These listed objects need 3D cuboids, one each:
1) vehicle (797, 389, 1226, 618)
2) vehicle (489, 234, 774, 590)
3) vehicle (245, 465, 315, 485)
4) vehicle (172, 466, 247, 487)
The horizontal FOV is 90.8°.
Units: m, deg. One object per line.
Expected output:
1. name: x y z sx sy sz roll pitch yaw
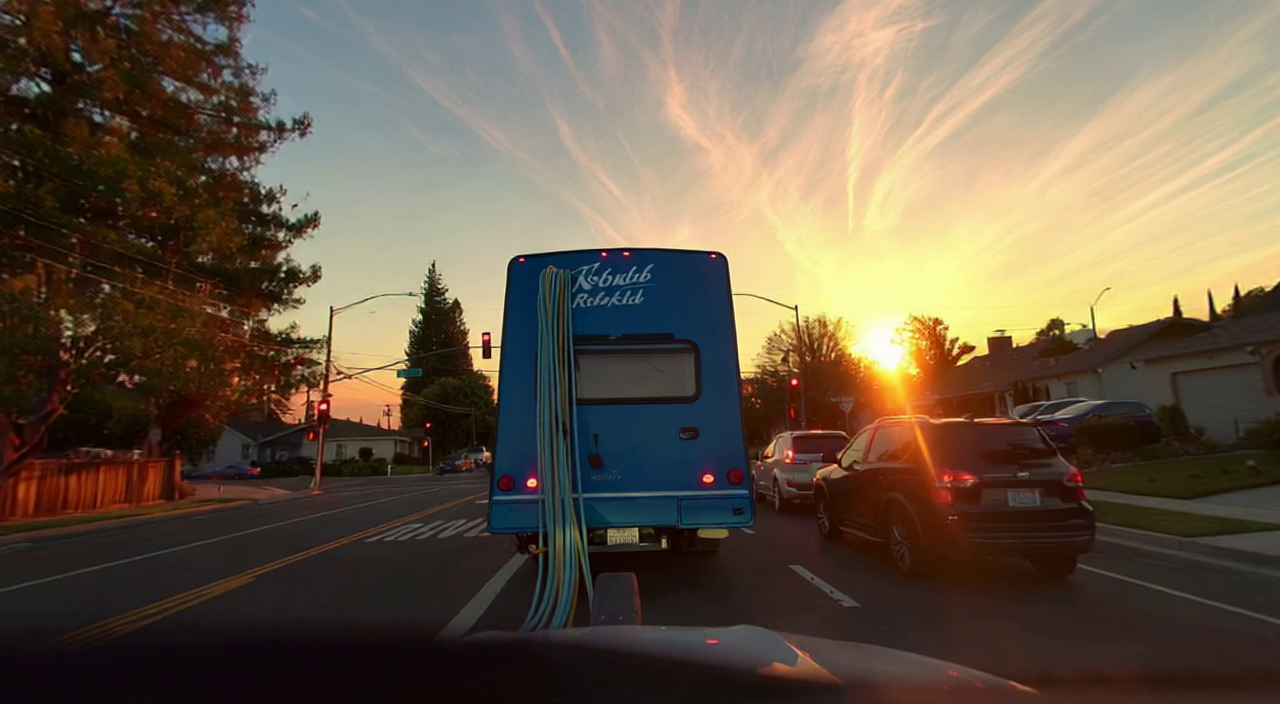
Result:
1. vehicle: 3.415 1.491 7.131 2.104 1.735 4.408 0 -9 0
2. vehicle: -0.087 1.129 10.326 2.709 3.511 8.213 0 -9 0
3. vehicle: -27.386 9.359 48.151 4.187 1.445 1.809 0 -9 0
4. vehicle: -32.628 9.409 47.969 4.311 1.458 1.707 0 -9 -3
